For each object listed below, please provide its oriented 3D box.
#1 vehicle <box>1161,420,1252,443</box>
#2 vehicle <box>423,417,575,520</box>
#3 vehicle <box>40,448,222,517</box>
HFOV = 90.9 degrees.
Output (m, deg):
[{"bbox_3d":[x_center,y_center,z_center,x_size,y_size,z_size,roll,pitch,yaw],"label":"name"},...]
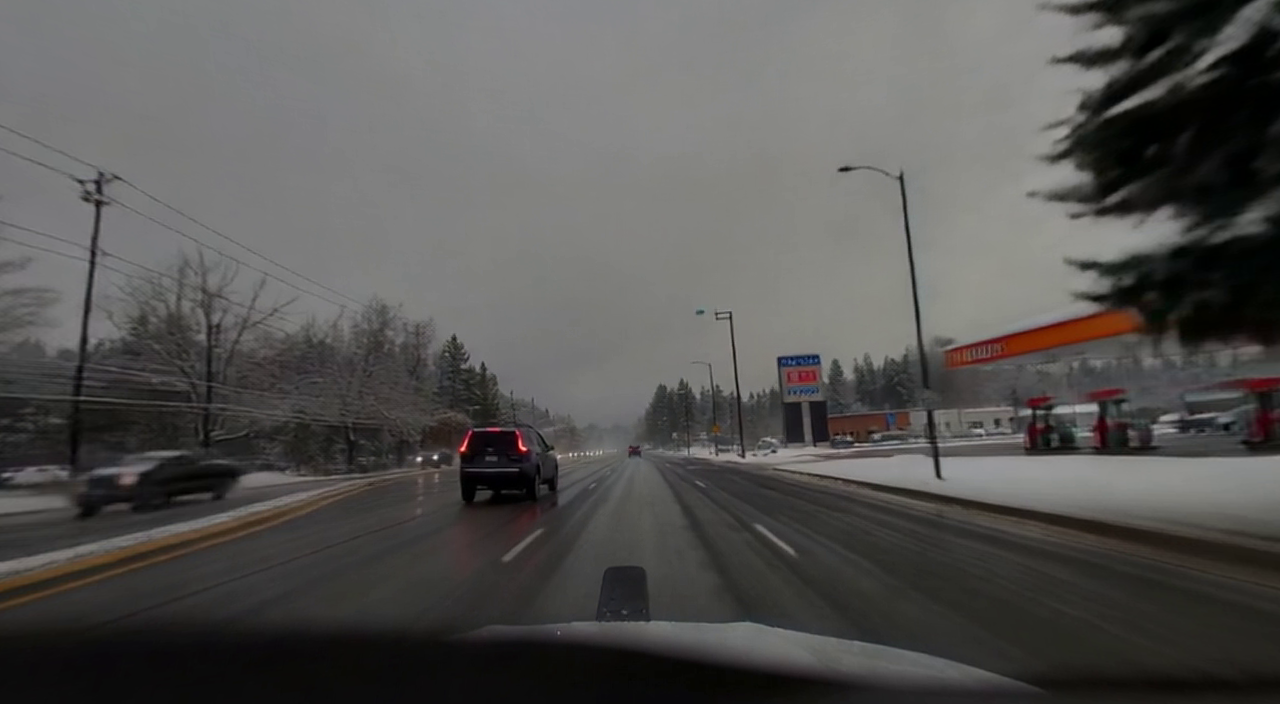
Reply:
[{"bbox_3d":[38.843,5.544,43.364,1.888,1.457,4.813,-1,-8,2],"label":"vehicle"},{"bbox_3d":[-2.800,2.452,13.862,2.190,1.844,4.751,0,-8,1],"label":"vehicle"},{"bbox_3d":[-16.795,4.258,21.239,2.116,1.846,4.952,-3,-8,-1],"label":"vehicle"}]
